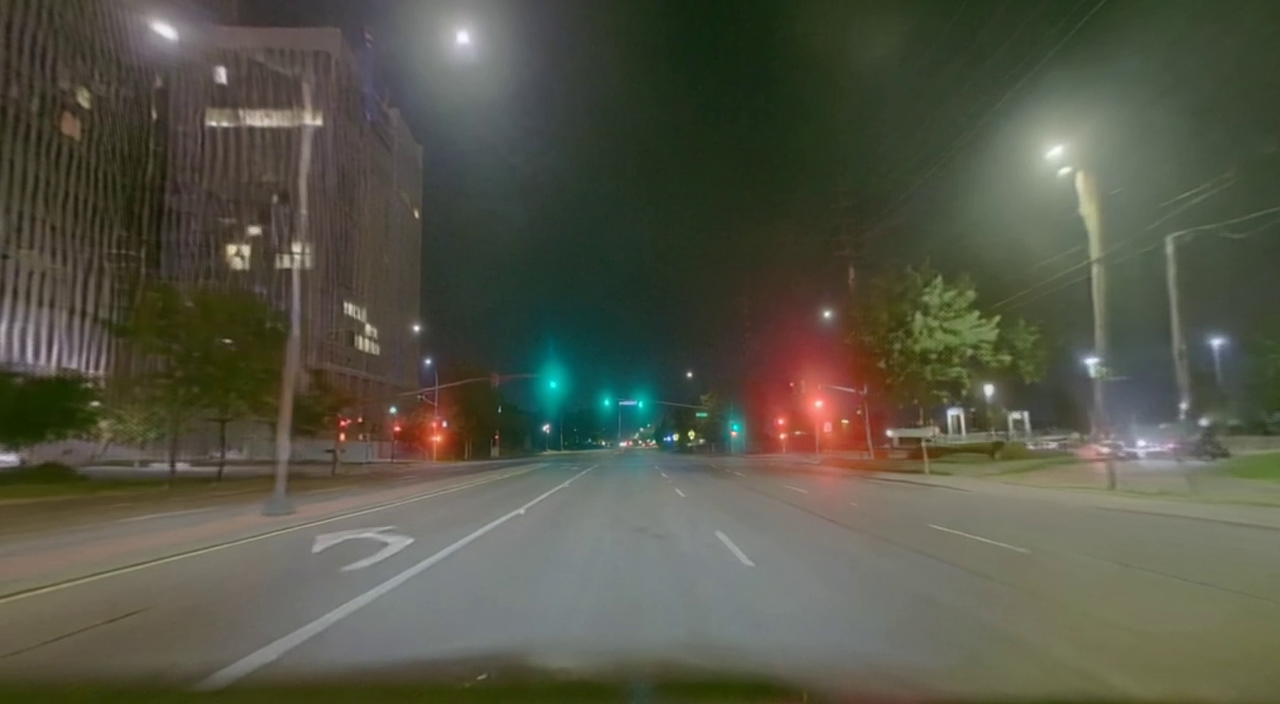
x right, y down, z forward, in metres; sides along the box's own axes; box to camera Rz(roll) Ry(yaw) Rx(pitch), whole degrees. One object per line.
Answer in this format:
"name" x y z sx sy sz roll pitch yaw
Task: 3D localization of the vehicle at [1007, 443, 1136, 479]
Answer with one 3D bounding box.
"vehicle" 19.258 4.832 28.344 1.828 1.483 4.376 8 -12 -44
